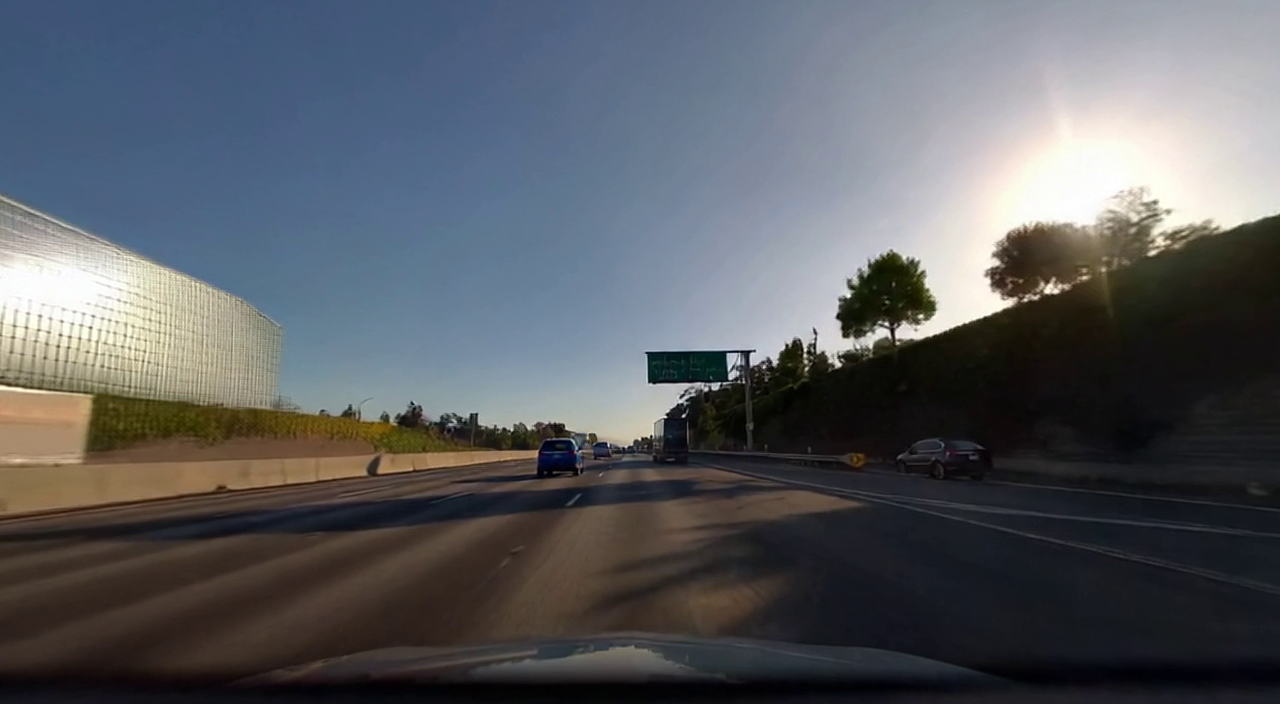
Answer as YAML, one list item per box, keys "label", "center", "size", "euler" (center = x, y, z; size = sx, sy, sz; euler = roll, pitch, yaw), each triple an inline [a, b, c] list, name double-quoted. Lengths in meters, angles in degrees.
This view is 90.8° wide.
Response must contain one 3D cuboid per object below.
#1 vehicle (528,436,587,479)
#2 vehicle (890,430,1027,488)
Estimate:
- label: "vehicle"
  center: [-3.563, 4.644, 27.998]
  size: [2.039, 1.710, 4.237]
  euler: [0, -9, 0]
- label: "vehicle"
  center: [11.045, 3.755, 22.440]
  size: [2.089, 1.787, 5.080]
  euler: [0, -9, -1]
